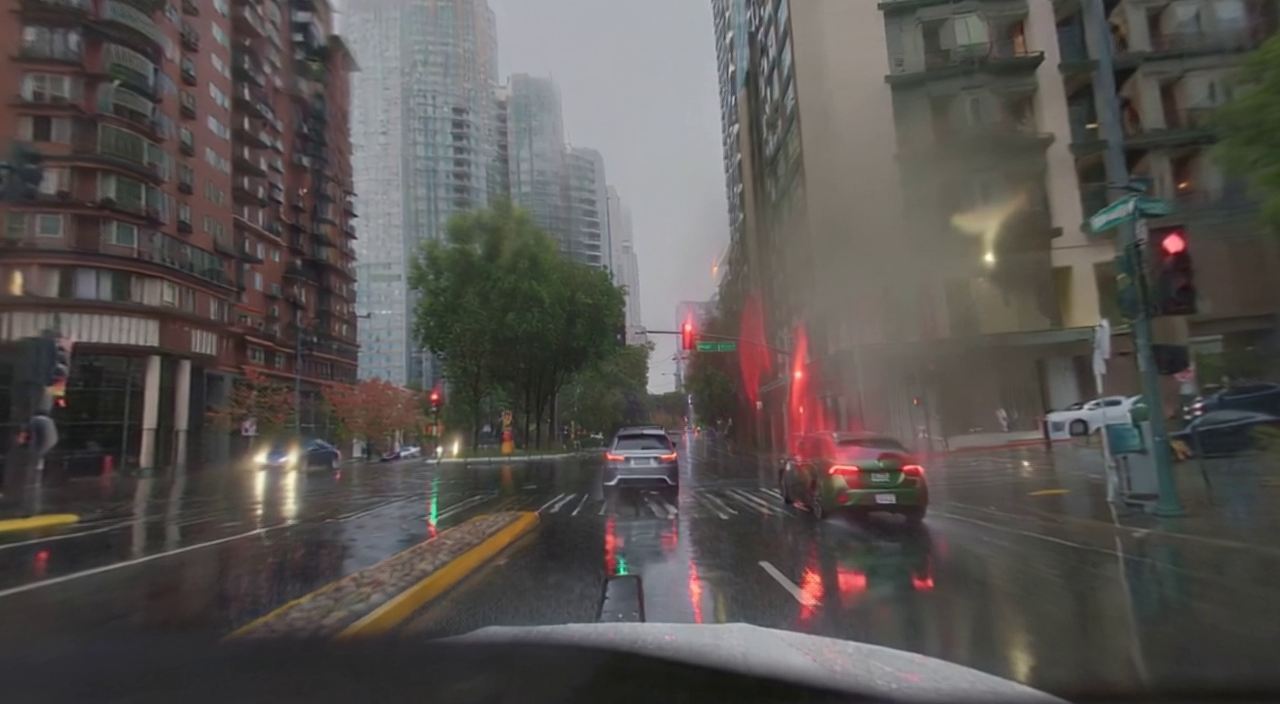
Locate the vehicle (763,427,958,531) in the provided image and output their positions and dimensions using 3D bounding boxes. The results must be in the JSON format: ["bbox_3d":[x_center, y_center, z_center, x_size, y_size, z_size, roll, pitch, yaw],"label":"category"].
[{"bbox_3d":[3.745,2.242,11.745,1.987,1.538,4.510,0,-9,0],"label":"vehicle"}]

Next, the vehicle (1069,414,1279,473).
[{"bbox_3d":[14.231,2.419,16.715,4.354,1.466,1.863,0,-9,1],"label":"vehicle"}]

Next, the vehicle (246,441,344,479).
[{"bbox_3d":[-16.816,5.261,31.150,2.132,1.710,4.504,0,-9,2],"label":"vehicle"}]

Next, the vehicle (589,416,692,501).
[{"bbox_3d":[0.071,2.570,15.475,2.168,1.776,4.135,0,-9,2],"label":"vehicle"}]

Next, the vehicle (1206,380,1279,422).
[{"bbox_3d":[26.630,2.064,26.327,4.287,1.639,1.729,0,-9,1],"label":"vehicle"}]
